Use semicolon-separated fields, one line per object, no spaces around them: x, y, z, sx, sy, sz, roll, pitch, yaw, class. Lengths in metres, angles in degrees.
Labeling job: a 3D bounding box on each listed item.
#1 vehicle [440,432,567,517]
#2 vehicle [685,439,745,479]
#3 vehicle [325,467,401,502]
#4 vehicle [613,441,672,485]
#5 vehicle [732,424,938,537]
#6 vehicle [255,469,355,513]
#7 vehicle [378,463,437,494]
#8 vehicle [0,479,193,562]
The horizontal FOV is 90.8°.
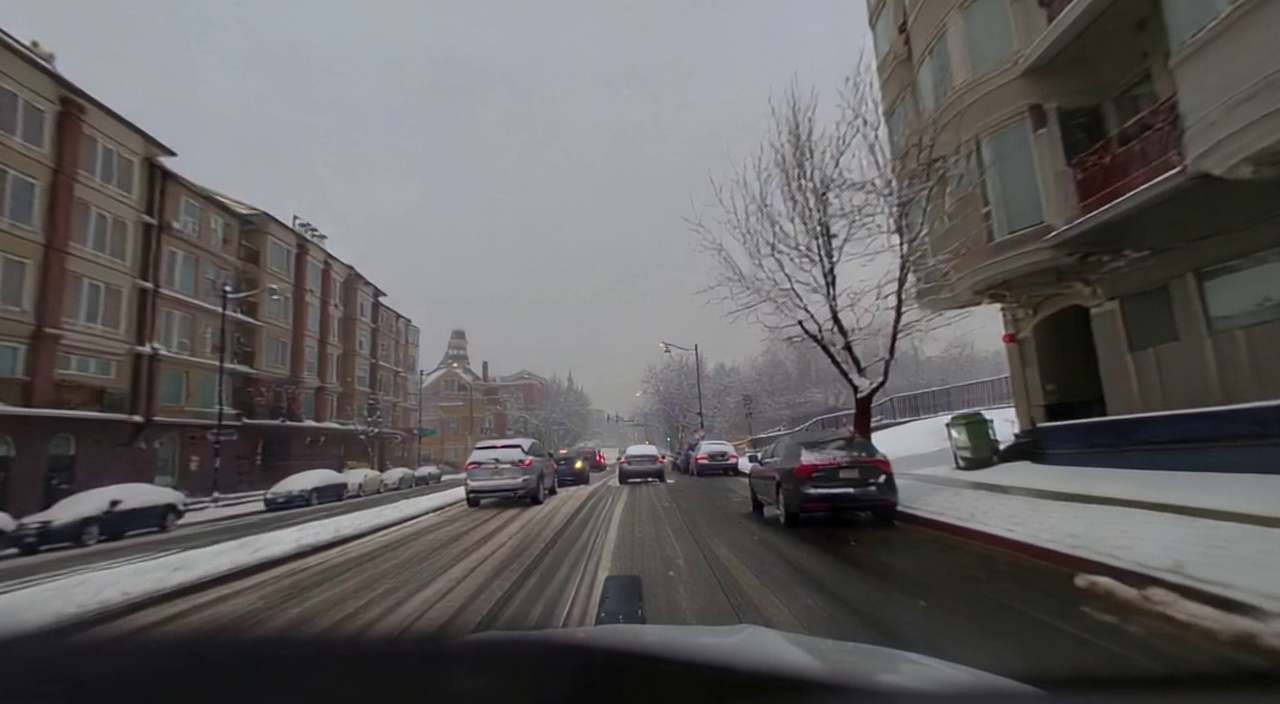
-3.046;2.834;15.146;2.065;1.705;4.353;0;-8;0;vehicle
2.977;4.370;26.044;1.933;1.501;4.349;0;-8;0;vehicle
-13.803;6.603;31.768;1.752;1.479;4.575;0;-8;0;vehicle
0.076;4.130;23.785;2.026;1.496;3.701;0;-8;0;vehicle
3.030;2.116;11.107;2.077;1.532;4.694;0;-8;-1;vehicle
-13.937;5.781;26.597;1.844;1.499;4.421;0;-8;-1;vehicle
-13.892;7.598;38.014;1.835;1.476;4.532;-7;-11;-2;vehicle
-13.837;4.168;16.175;1.839;1.594;4.055;0;-8;-1;vehicle
